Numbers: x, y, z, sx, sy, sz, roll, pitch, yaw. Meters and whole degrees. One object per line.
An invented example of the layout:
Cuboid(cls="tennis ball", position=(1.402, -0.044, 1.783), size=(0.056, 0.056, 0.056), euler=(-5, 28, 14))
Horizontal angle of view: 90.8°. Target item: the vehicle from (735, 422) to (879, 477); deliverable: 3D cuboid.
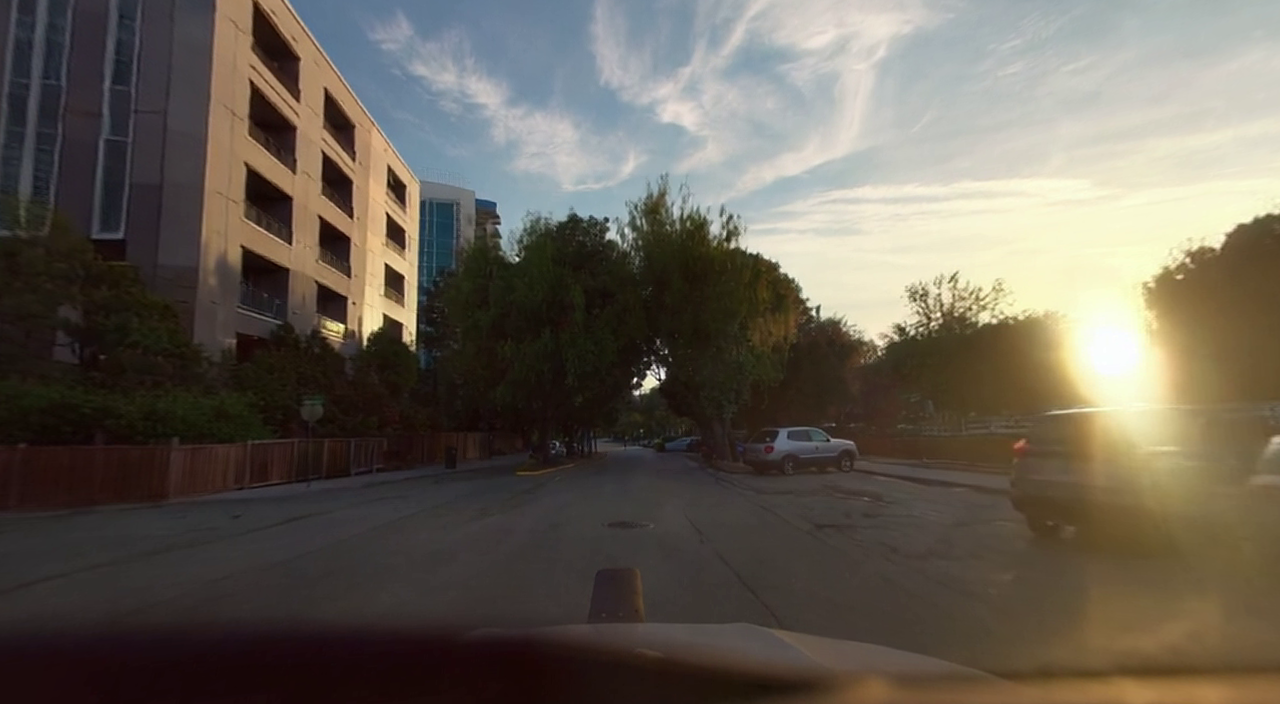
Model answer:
Cuboid(cls="vehicle", position=(6.439, 3.686, 24.294), size=(5.061, 1.829, 2.274), euler=(2, -9, -29))

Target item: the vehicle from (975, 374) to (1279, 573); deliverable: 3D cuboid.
Cuboid(cls="vehicle", position=(6.855, 1.505, 8.463), size=(4.892, 1.927, 2.065), euler=(6, -10, -35))
